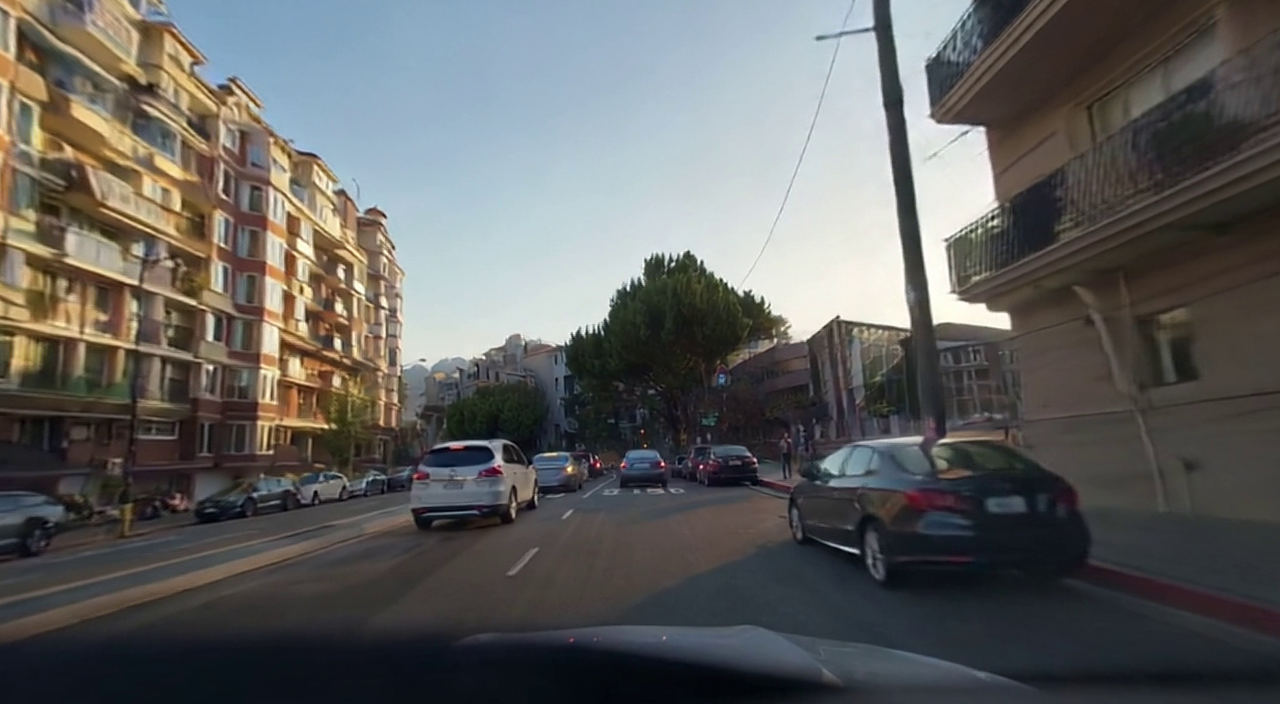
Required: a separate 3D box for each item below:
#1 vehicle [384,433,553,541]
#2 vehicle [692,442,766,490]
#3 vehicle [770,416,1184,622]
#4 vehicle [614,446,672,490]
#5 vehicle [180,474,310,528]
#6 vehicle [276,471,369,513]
[{"bbox_3d":[-3.045,2.483,12.335,2.065,1.705,4.353,0,-8,0],"label":"vehicle"},{"bbox_3d":[2.976,3.922,22.084,1.933,1.501,4.349,0,-8,0],"label":"vehicle"},{"bbox_3d":[3.035,1.607,7.175,2.077,1.532,4.694,0,-8,0],"label":"vehicle"},{"bbox_3d":[0.085,4.306,23.838,2.026,1.496,3.701,0,-8,-1],"label":"vehicle"},{"bbox_3d":[-13.929,5.255,22.649,1.844,1.499,4.421,0,-8,-1],"label":"vehicle"},{"bbox_3d":[-13.808,6.103,27.810,1.752,1.479,4.575,0,-8,0],"label":"vehicle"}]
